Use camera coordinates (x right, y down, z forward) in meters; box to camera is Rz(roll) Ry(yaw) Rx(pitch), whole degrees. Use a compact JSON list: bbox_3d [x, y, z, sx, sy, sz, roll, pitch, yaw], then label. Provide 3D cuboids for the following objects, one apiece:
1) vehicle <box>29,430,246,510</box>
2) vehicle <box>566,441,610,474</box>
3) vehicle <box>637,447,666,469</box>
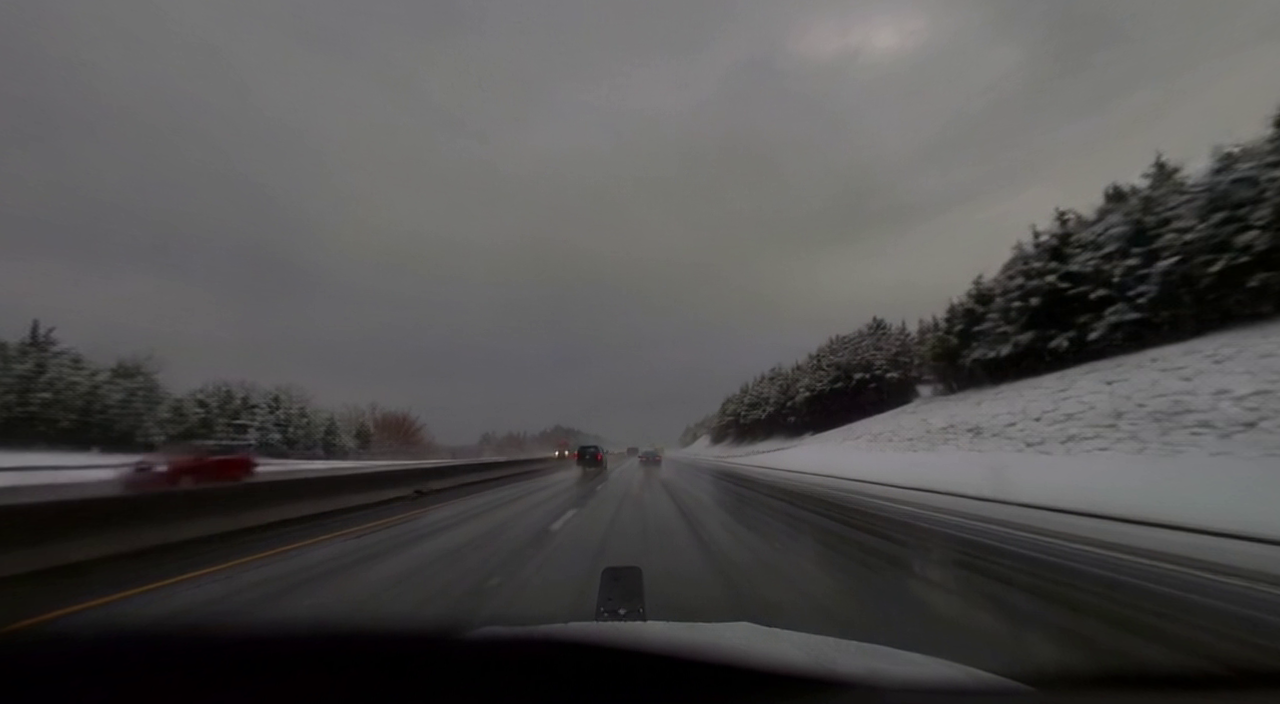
[{"bbox_3d":[-13.375,3.151,17.296,2.072,1.878,4.726,0,-9,-1],"label":"vehicle"},{"bbox_3d":[-2.934,6.129,36.641,2.143,1.770,4.283,0,-9,1],"label":"vehicle"},{"bbox_3d":[0.806,7.870,46.828,2.036,1.519,4.225,0,-9,0],"label":"vehicle"}]
